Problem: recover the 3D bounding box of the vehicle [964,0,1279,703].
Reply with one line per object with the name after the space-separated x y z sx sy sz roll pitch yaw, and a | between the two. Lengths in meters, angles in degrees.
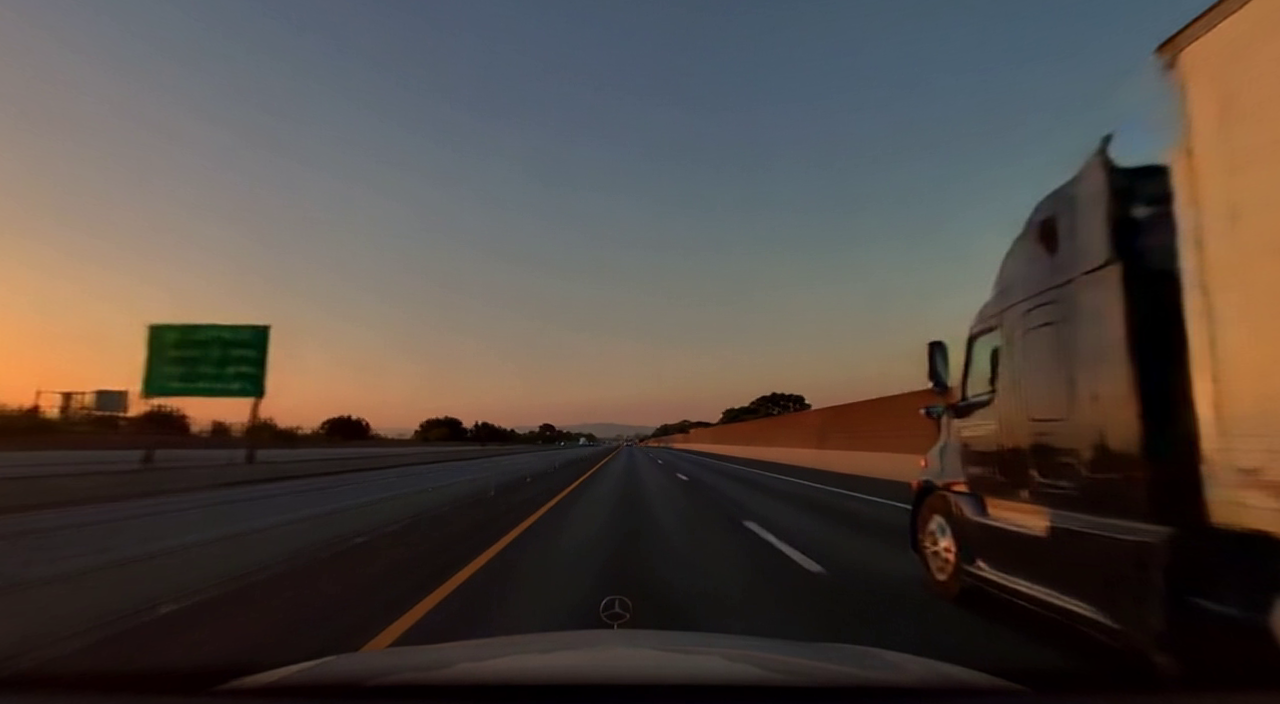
3.458 -0.163 0.291 2.702 3.193 7.196 -1 -8 0 | vehicle
